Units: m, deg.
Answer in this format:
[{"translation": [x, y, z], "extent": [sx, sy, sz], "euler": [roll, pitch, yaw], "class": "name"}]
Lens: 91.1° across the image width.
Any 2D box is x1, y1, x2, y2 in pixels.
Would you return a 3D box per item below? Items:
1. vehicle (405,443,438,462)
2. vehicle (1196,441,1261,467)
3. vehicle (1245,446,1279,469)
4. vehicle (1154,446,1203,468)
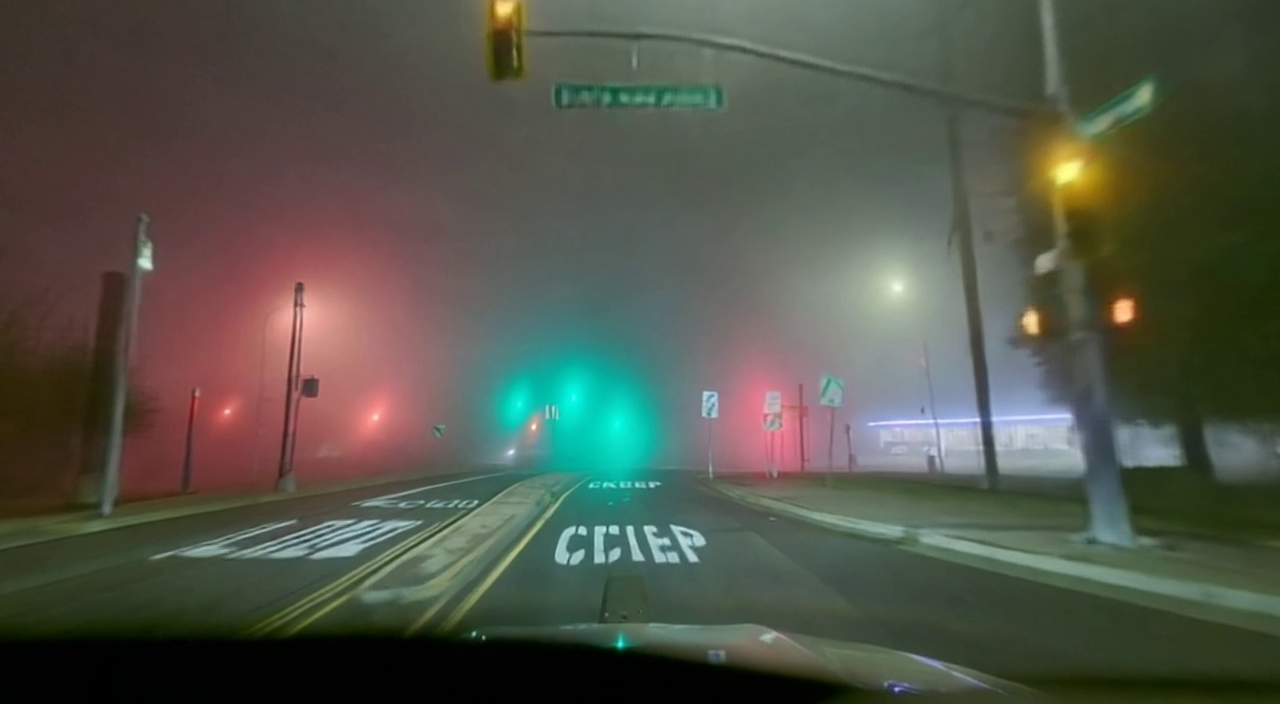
[{"translation": [-17.030, 7.857, 49.065], "extent": [1.789, 1.399, 4.236], "euler": [2, -9, -11], "class": "vehicle"}, {"translation": [40.536, 7.008, 43.363], "extent": [2.098, 1.634, 4.456], "euler": [-6, -10, 29], "class": "vehicle"}, {"translation": [42.575, 7.069, 42.063], "extent": [1.926, 1.441, 3.860], "euler": [-4, -9, 29], "class": "vehicle"}, {"translation": [38.053, 7.384, 44.437], "extent": [1.769, 1.433, 3.688], "euler": [-6, -10, 29], "class": "vehicle"}]
